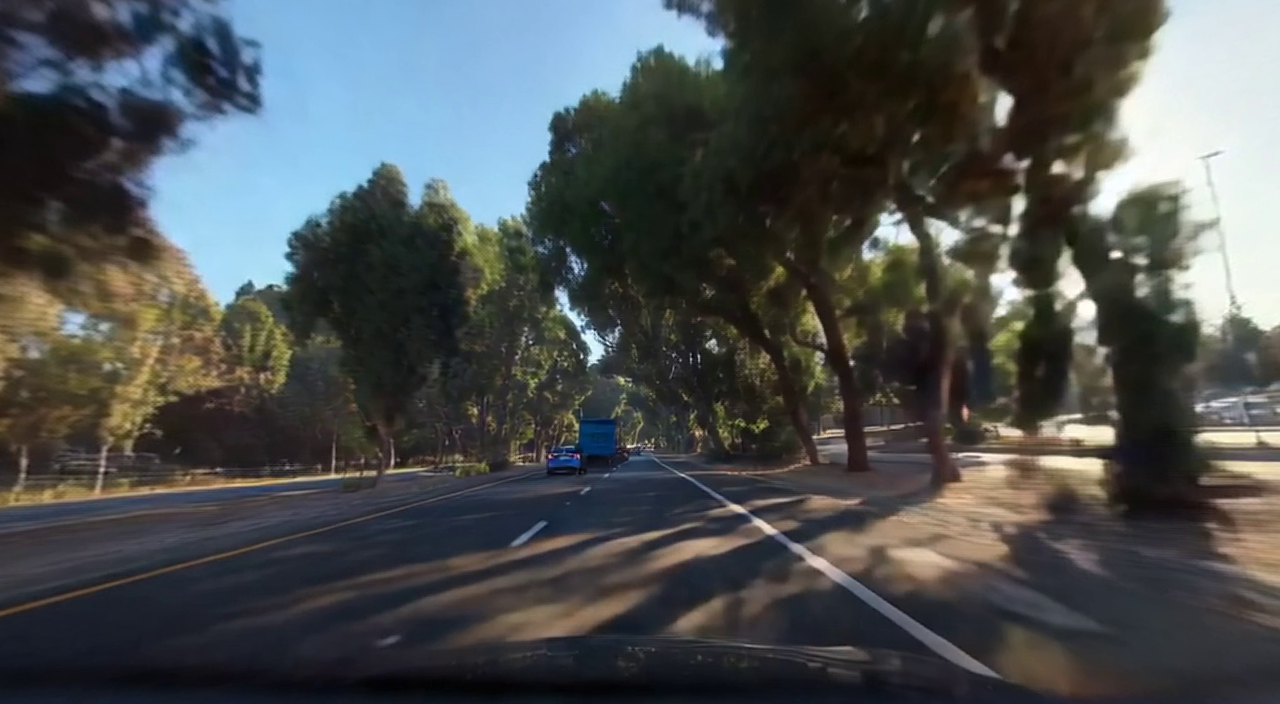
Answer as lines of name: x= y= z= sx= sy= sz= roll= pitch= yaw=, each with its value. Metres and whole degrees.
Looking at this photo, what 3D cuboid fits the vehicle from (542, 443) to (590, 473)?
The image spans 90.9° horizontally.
vehicle: x=-3.889 y=5.658 z=33.937 sx=2.005 sy=1.462 sz=4.345 roll=0 pitch=-8 yaw=1
